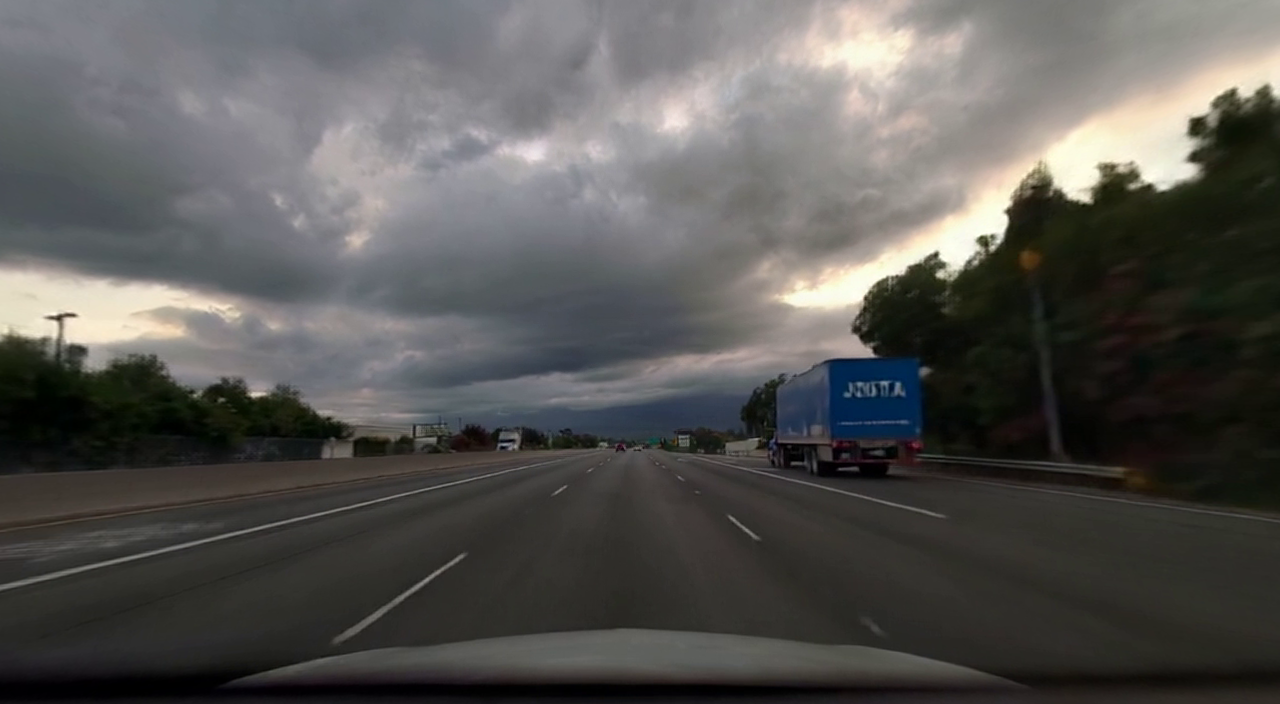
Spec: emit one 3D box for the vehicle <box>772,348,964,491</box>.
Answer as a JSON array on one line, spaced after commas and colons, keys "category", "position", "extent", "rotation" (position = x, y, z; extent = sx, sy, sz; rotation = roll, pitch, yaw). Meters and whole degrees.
[{"category": "vehicle", "position": [8.169, 3.118, 26.267], "extent": [3.469, 3.986, 17.065], "rotation": [-1, -8, 6]}]
